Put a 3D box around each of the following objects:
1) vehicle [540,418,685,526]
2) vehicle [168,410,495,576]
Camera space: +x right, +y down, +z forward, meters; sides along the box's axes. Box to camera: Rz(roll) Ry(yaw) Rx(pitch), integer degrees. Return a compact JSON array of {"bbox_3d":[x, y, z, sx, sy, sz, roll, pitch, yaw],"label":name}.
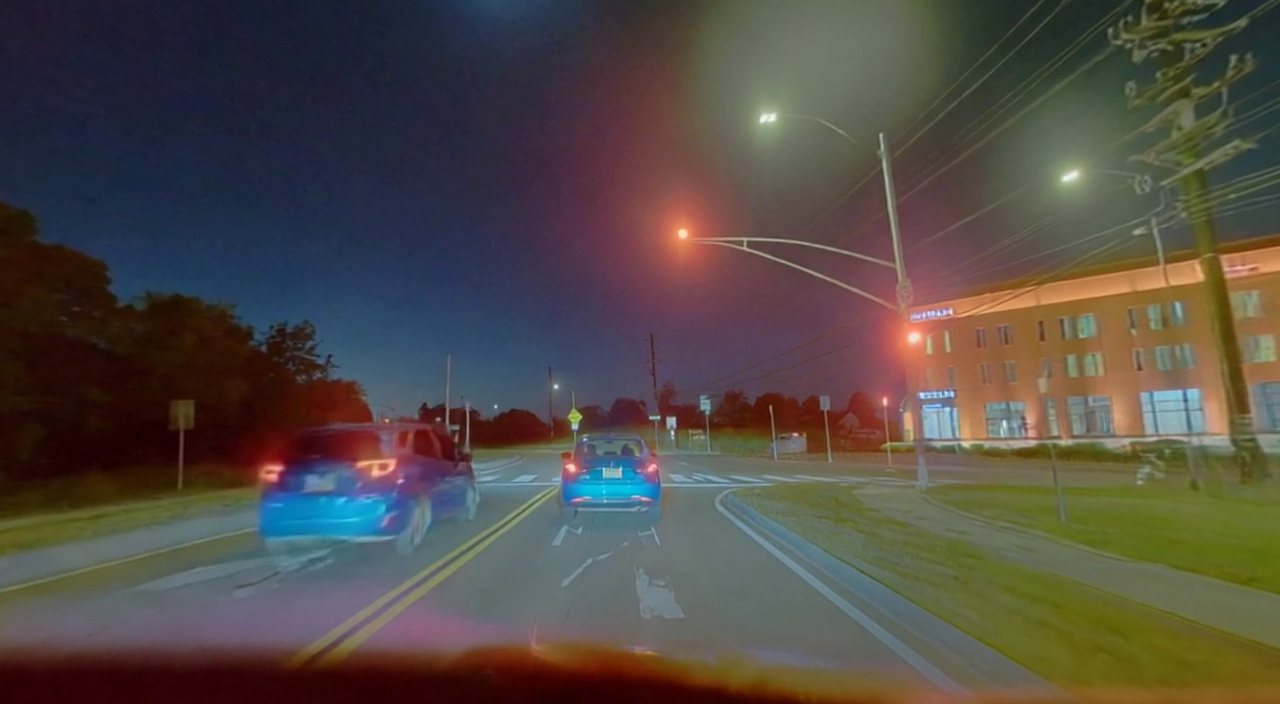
[{"bbox_3d":[-0.414,2.006,11.116,2.123,1.566,3.662,0,-8,0],"label":"vehicle"},{"bbox_3d":[-3.454,1.646,8.230,2.097,1.573,4.284,0,-8,0],"label":"vehicle"}]
